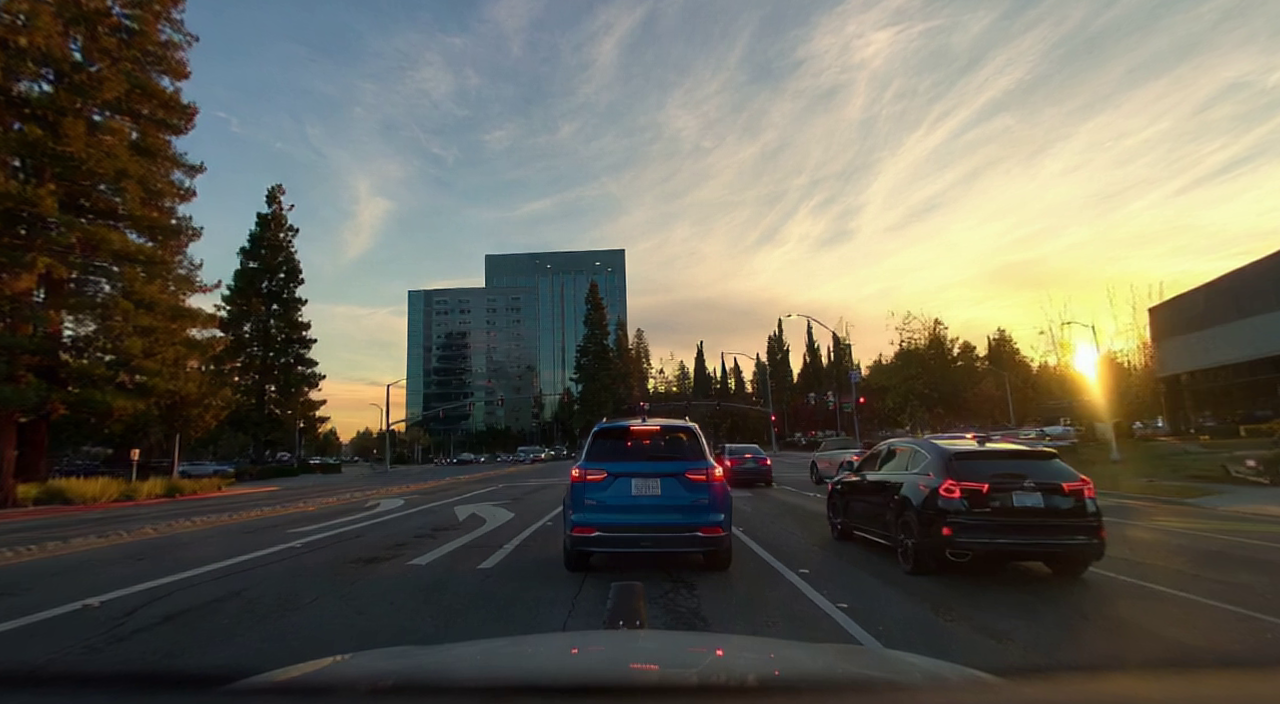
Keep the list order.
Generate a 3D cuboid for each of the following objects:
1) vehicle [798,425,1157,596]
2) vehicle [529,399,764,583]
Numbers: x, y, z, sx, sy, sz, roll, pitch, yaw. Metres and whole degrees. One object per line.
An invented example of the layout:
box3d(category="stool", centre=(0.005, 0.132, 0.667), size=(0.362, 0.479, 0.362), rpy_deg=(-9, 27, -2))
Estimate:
box3d(category="vehicle", centre=(3.507, 1.721, 7.747), size=(1.997, 1.471, 4.321), rpy_deg=(0, -9, 0))
box3d(category="vehicle", centre=(0.059, 1.655, 8.256), size=(2.266, 1.762, 4.131), rpy_deg=(0, -9, 0))
